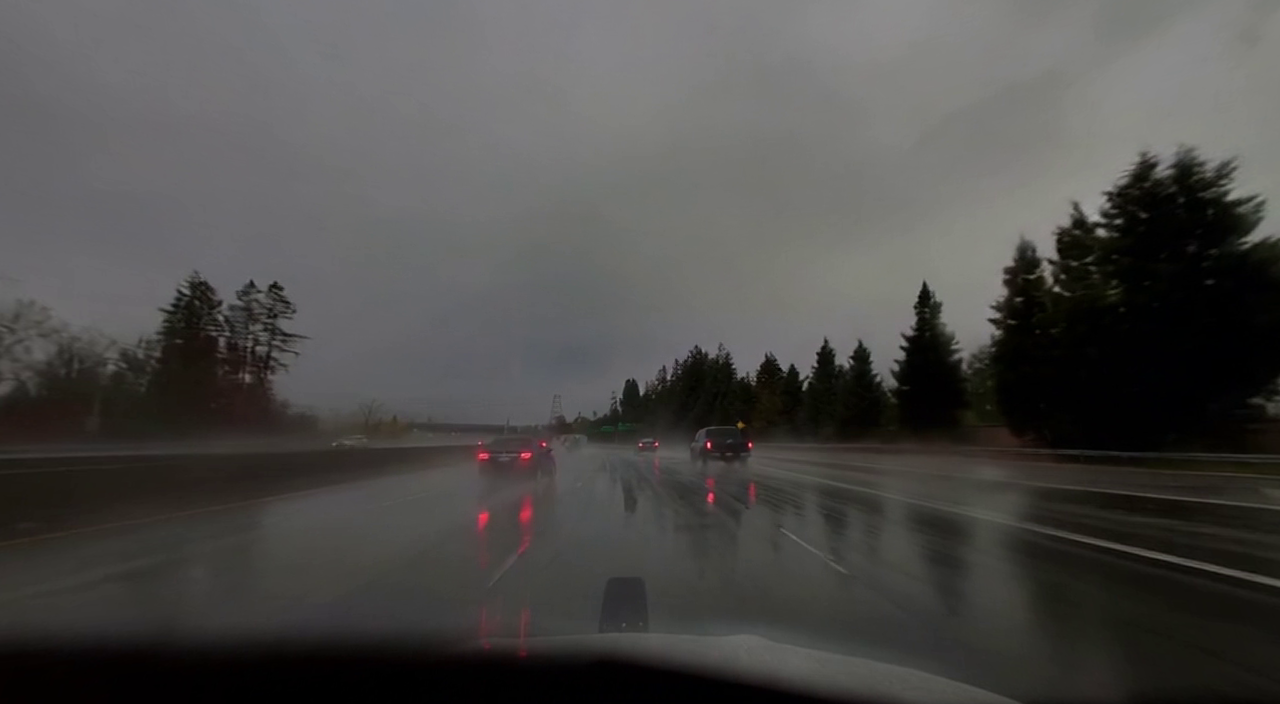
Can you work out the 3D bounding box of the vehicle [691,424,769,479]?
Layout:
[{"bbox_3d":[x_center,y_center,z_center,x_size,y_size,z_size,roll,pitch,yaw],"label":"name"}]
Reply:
[{"bbox_3d":[3.153,3.618,23.118,2.043,1.795,4.347,0,-8,-2],"label":"vehicle"}]

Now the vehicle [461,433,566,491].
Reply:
[{"bbox_3d":[-3.576,3.216,18.851,2.183,1.486,4.848,0,-8,0],"label":"vehicle"}]
